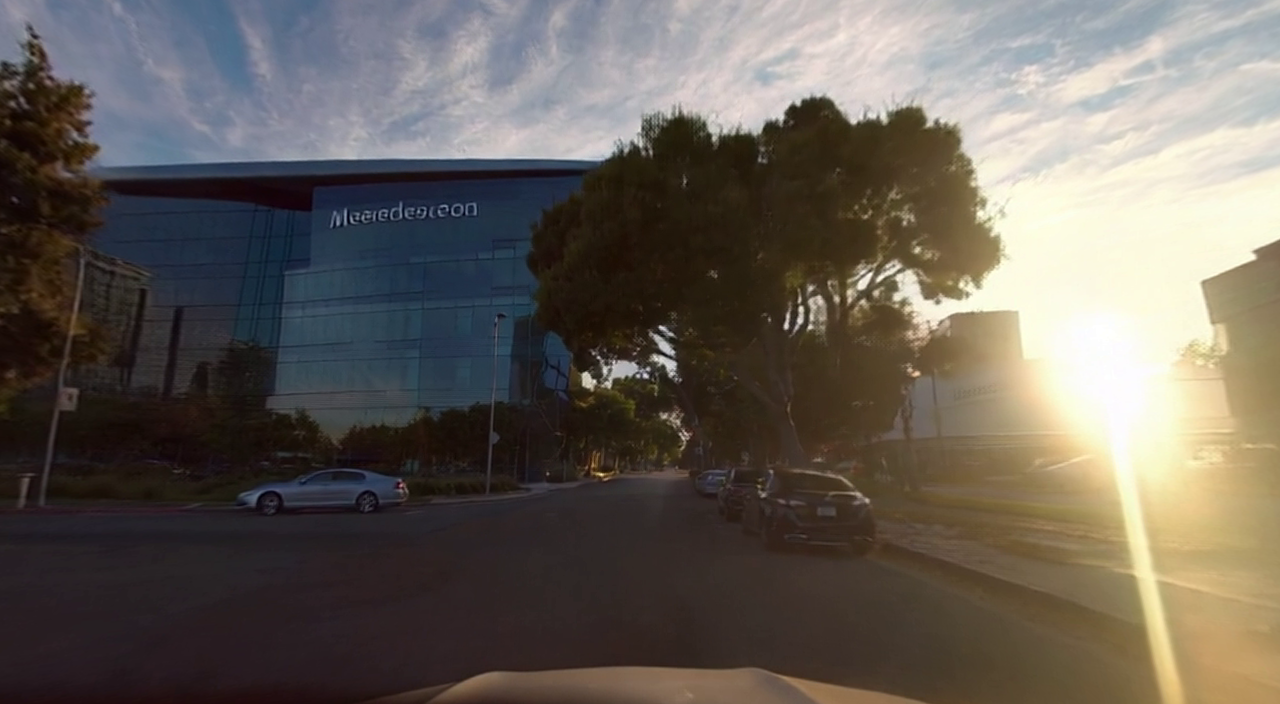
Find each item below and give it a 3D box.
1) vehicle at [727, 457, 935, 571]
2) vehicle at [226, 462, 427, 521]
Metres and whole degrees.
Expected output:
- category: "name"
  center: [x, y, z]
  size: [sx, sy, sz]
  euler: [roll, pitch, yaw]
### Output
- category: "vehicle"
  center: [2.752, 2.485, 10.193]
  size: [2.073, 1.434, 3.899]
  euler: [1, -11, -1]
- category: "vehicle"
  center: [-8.946, 3.969, 18.216]
  size: [4.770, 1.448, 1.983]
  euler: [9, -14, -38]
